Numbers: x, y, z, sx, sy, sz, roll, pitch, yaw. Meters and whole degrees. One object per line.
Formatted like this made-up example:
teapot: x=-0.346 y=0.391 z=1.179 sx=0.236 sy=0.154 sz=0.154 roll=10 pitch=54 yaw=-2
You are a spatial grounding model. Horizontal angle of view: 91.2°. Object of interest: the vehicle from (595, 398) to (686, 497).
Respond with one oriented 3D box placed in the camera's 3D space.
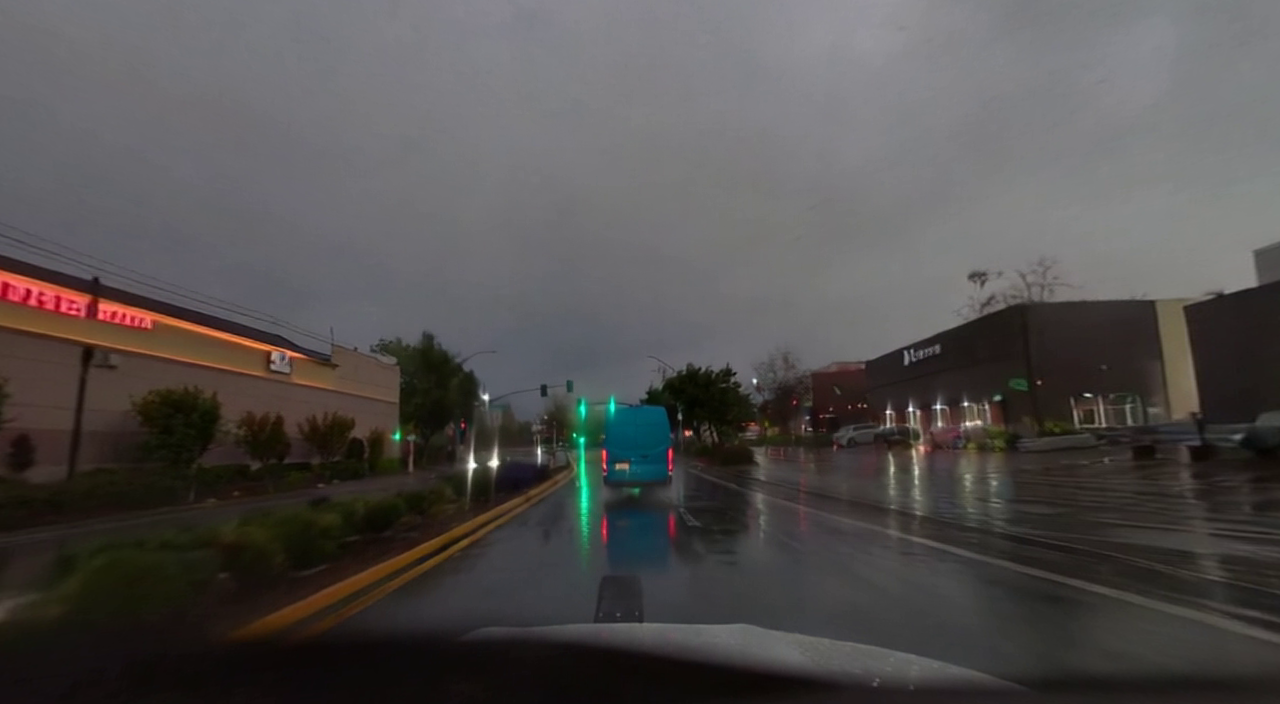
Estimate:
vehicle: x=-0.089 y=2.990 z=19.742 sx=2.432 sy=2.624 sz=5.670 roll=0 pitch=-8 yaw=-2
